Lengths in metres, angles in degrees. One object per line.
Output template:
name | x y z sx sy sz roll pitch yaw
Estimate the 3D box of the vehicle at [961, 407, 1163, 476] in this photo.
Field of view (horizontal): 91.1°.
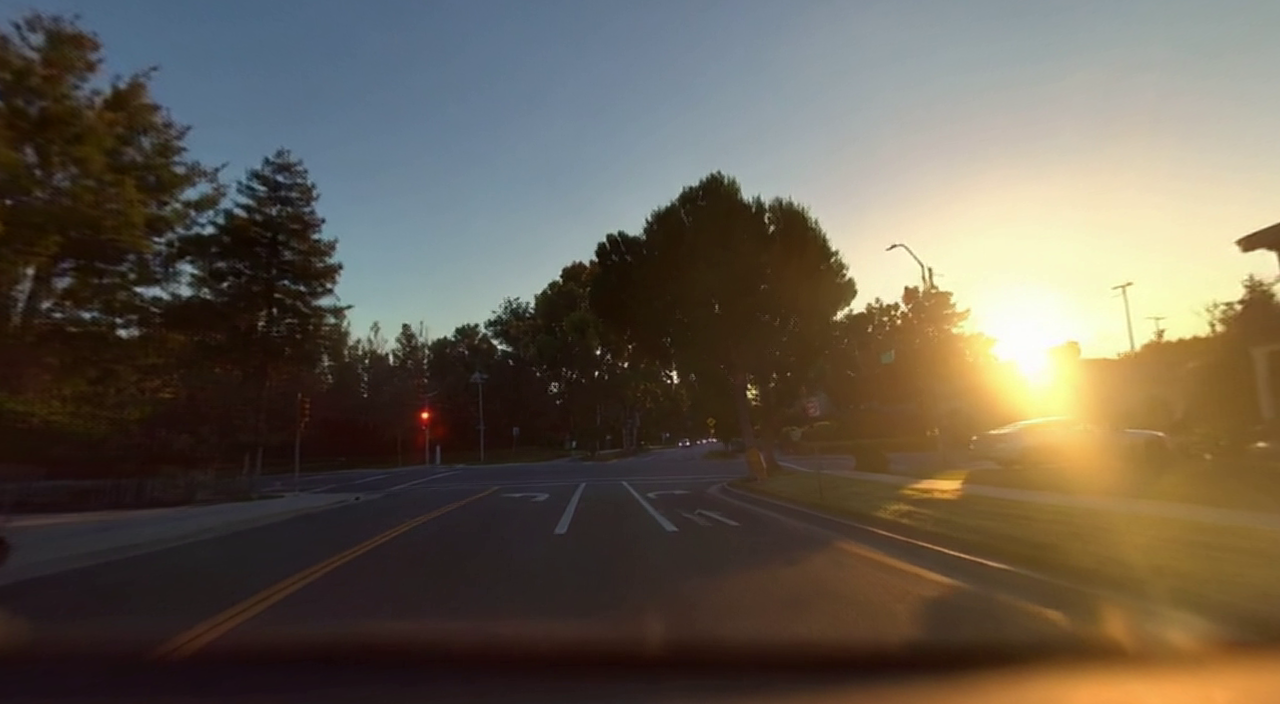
vehicle | 12.598 2.731 19.007 4.562 1.850 2.130 1 -9 -2
